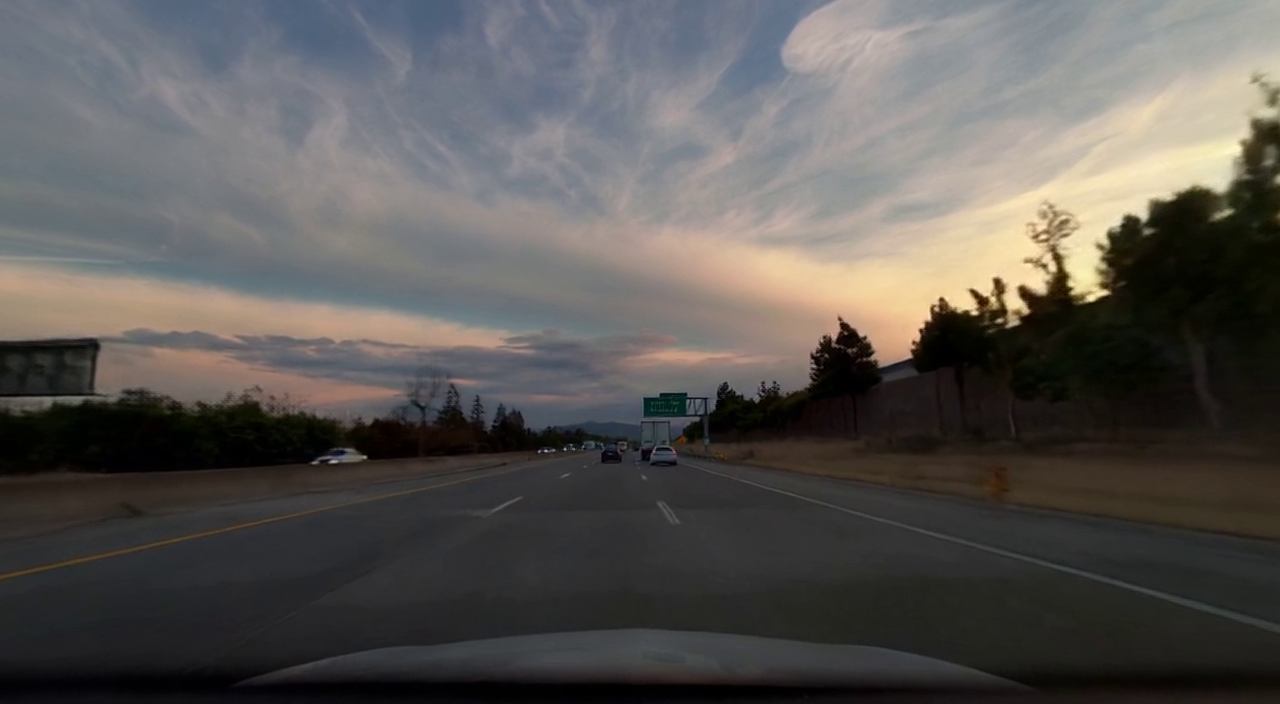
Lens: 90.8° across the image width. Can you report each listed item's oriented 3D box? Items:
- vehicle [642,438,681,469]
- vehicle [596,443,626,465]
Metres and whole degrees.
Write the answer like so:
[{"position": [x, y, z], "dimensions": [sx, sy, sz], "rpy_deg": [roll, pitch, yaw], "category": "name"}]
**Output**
[{"position": [1.361, 6.712, 41.916], "dimensions": [2.139, 1.925, 4.312], "rpy_deg": [1, -9, -3], "category": "vehicle"}, {"position": [-2.121, 7.739, 47.983], "dimensions": [2.173, 1.598, 4.293], "rpy_deg": [0, -9, -1], "category": "vehicle"}]
